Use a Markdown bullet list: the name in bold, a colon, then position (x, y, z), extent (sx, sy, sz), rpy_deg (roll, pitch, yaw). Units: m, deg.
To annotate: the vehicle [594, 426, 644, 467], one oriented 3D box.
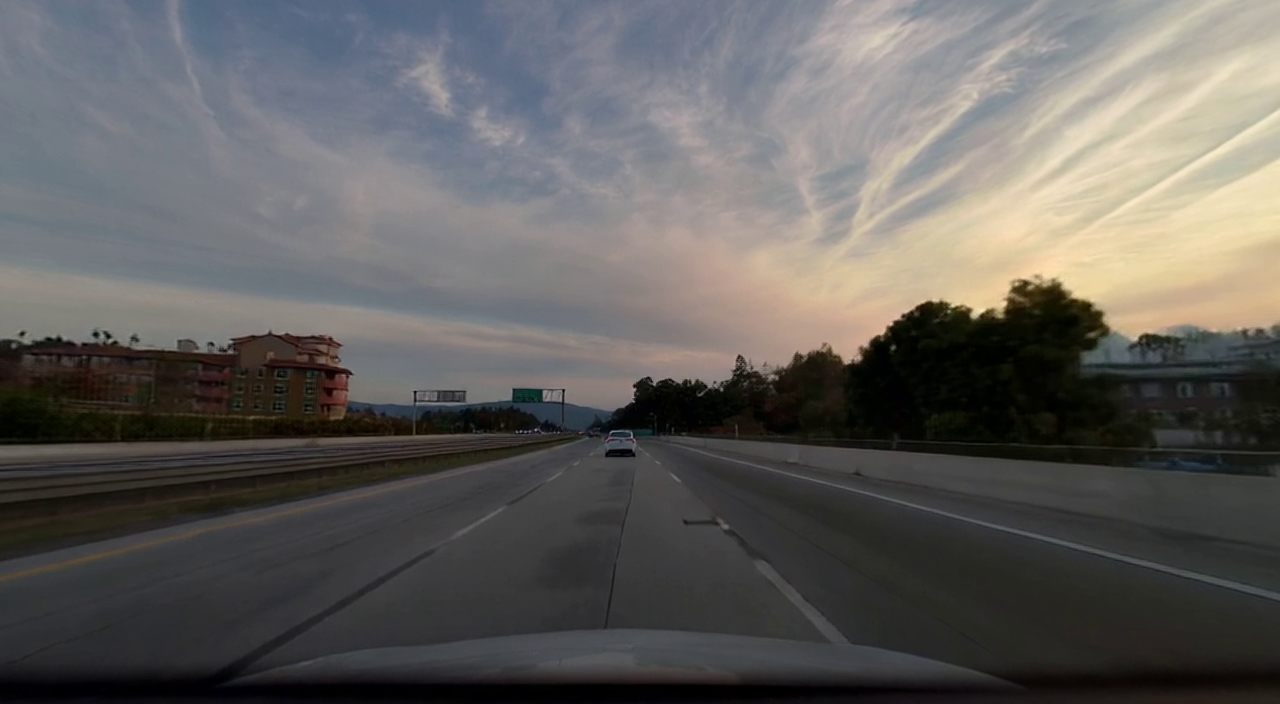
- **vehicle**: position (-0.897, 4.055, 27.143), extent (2.020, 1.633, 3.942), rpy_deg (0, -8, -2)
